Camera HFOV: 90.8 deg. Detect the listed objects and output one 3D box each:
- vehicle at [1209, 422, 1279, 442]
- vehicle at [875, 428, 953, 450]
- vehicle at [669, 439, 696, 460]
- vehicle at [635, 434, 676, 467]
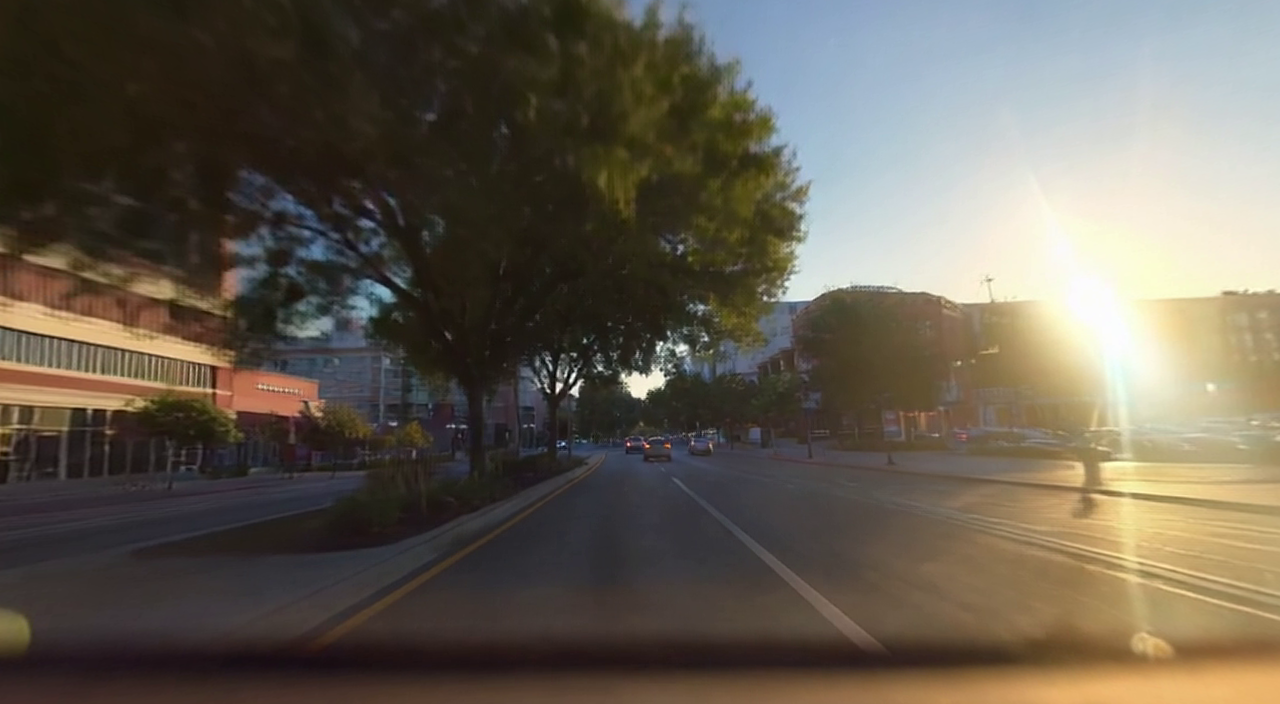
[{"bbox_3d":[47.136,6.216,48.903,1.822,1.462,4.473,-3,-8,-3],"label":"vehicle"},{"bbox_3d":[19.723,6.298,45.619,4.619,1.447,2.054,0,-8,-1],"label":"vehicle"},{"bbox_3d":[3.086,7.191,46.537,1.685,1.441,3.795,0,-8,-1],"label":"vehicle"},{"bbox_3d":[0.884,5.363,34.484,2.100,1.683,4.231,-1,-8,2],"label":"vehicle"}]
